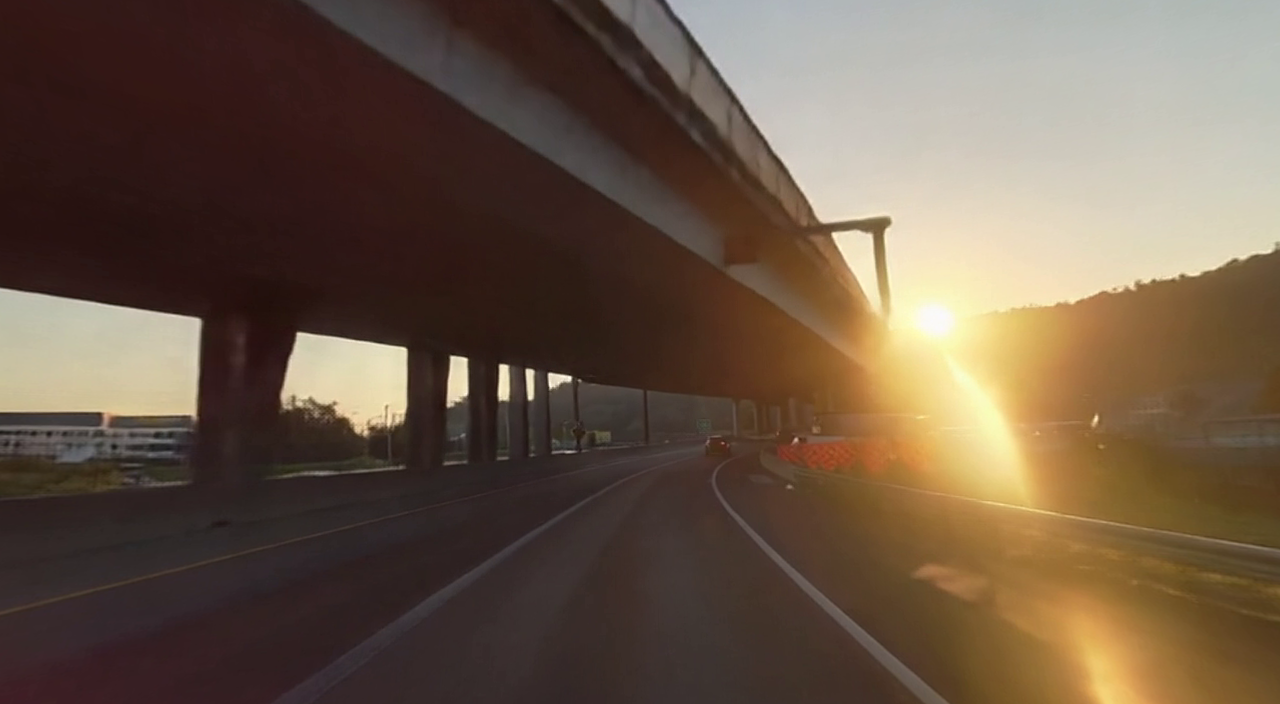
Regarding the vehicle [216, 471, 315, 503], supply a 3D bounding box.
[{"bbox_3d":[-21.075,7.558,35.526,4.374,1.541,1.860,8,-12,-41],"label":"vehicle"}]
